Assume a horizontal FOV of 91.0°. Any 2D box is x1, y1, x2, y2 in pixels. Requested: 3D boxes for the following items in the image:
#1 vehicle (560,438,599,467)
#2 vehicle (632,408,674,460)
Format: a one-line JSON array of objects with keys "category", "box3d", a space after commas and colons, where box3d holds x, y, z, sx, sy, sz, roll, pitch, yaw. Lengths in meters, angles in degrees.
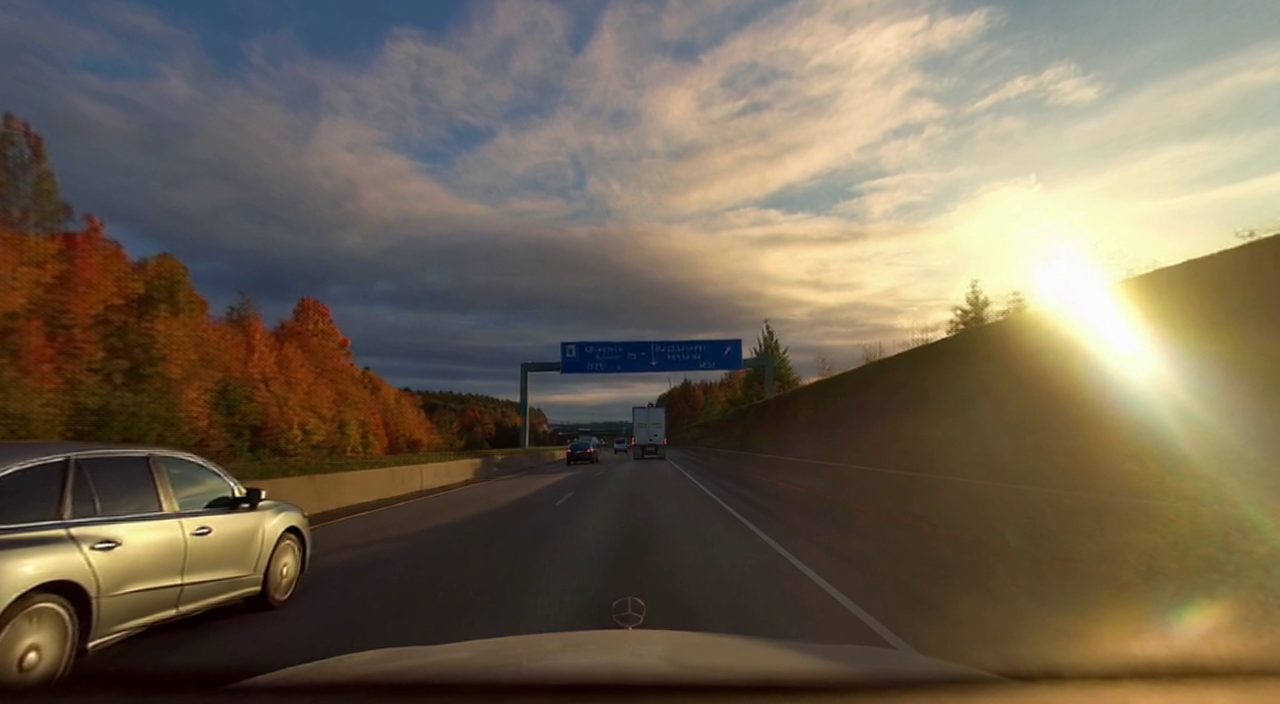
[{"category": "vehicle", "box3d": [-3.417, 5.738, 36.140, 1.927, 1.556, 3.921, 0, -8, 0]}, {"category": "vehicle", "box3d": [1.046, 6.531, 49.739, 2.933, 3.701, 10.425, 0, -8, 1]}]
